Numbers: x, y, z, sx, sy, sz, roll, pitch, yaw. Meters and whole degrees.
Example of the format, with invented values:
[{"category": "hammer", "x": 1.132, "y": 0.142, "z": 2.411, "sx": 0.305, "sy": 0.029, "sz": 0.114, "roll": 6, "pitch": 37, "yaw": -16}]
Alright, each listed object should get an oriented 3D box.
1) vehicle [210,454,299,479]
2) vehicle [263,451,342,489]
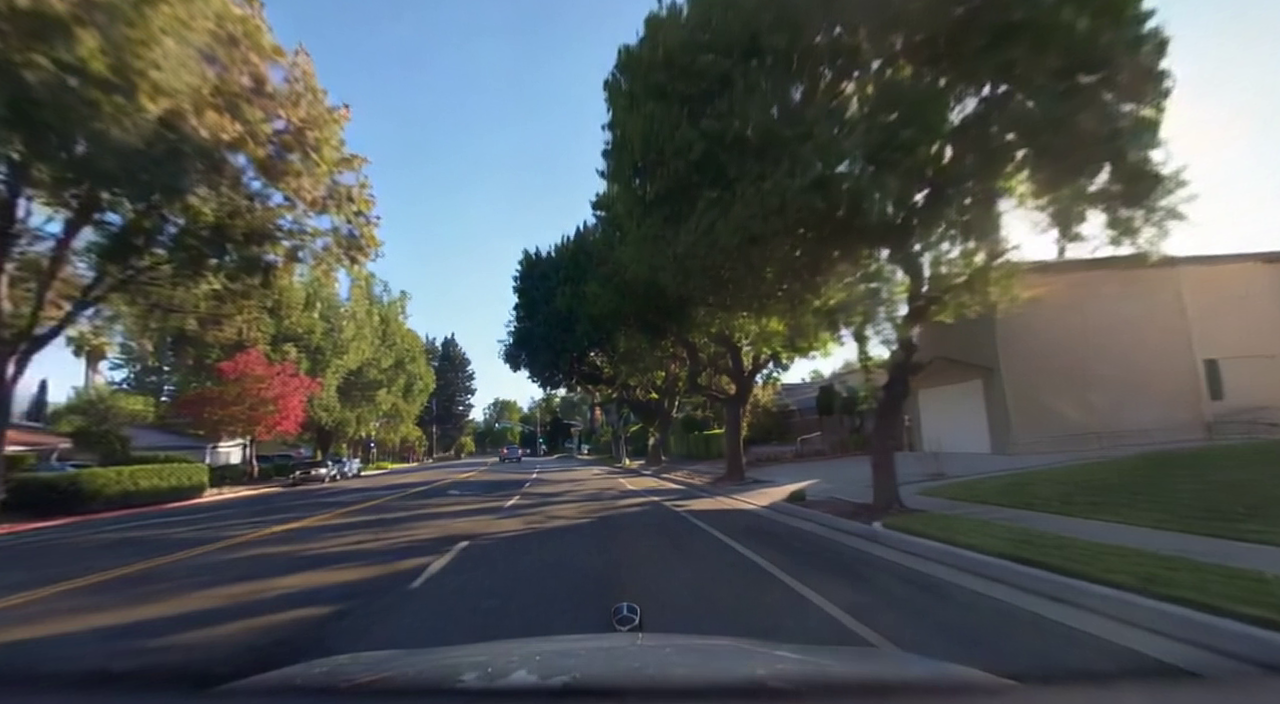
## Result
[{"category": "vehicle", "x": -27.394, "y": 8.131, "z": 45.014, "sx": 4.887, "sy": 1.517, "sz": 2.007, "roll": 4, "pitch": -8, "yaw": -11}, {"category": "vehicle", "x": -18.002, "y": 6.296, "z": 34.021, "sx": 2.029, "sy": 1.726, "sz": 5.366, "roll": -3, "pitch": -9, "yaw": -8}]
